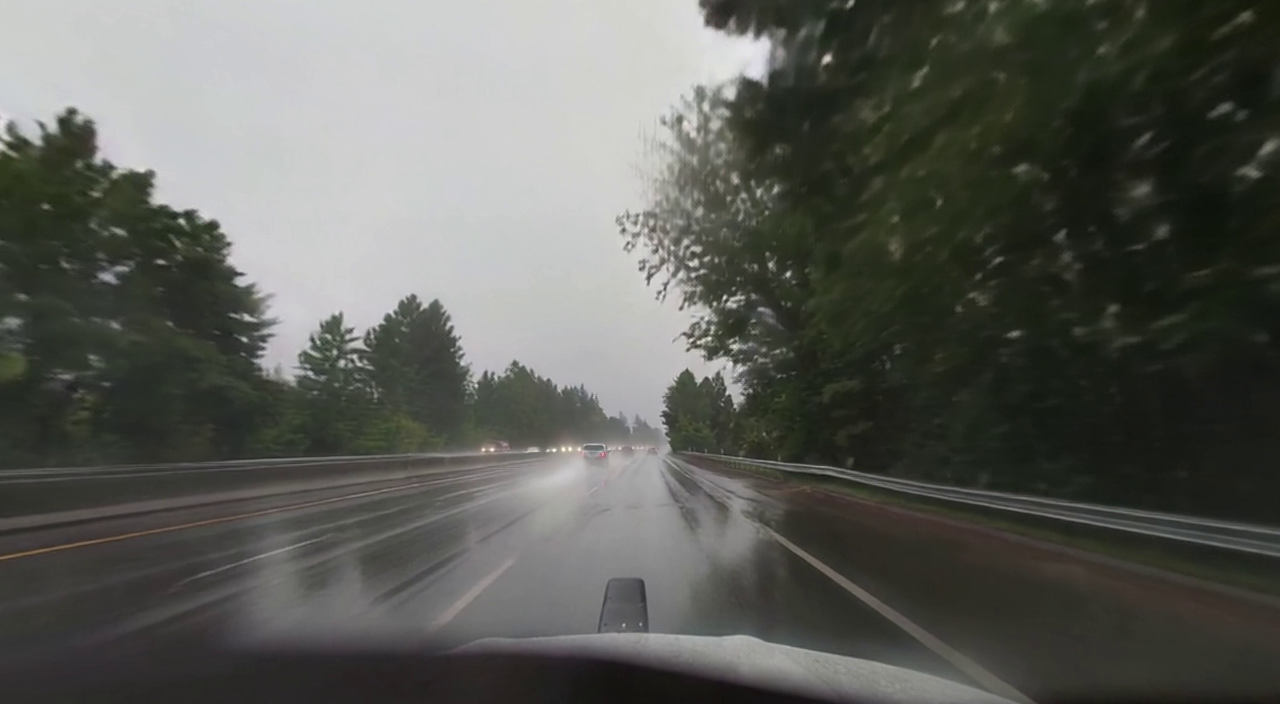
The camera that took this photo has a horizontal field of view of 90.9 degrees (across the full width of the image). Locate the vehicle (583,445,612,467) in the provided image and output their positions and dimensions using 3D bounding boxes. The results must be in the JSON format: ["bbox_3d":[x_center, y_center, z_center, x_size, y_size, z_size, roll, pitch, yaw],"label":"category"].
[{"bbox_3d":[-3.225,7.969,48.567,1.993,1.589,3.898,0,-8,0],"label":"vehicle"}]
